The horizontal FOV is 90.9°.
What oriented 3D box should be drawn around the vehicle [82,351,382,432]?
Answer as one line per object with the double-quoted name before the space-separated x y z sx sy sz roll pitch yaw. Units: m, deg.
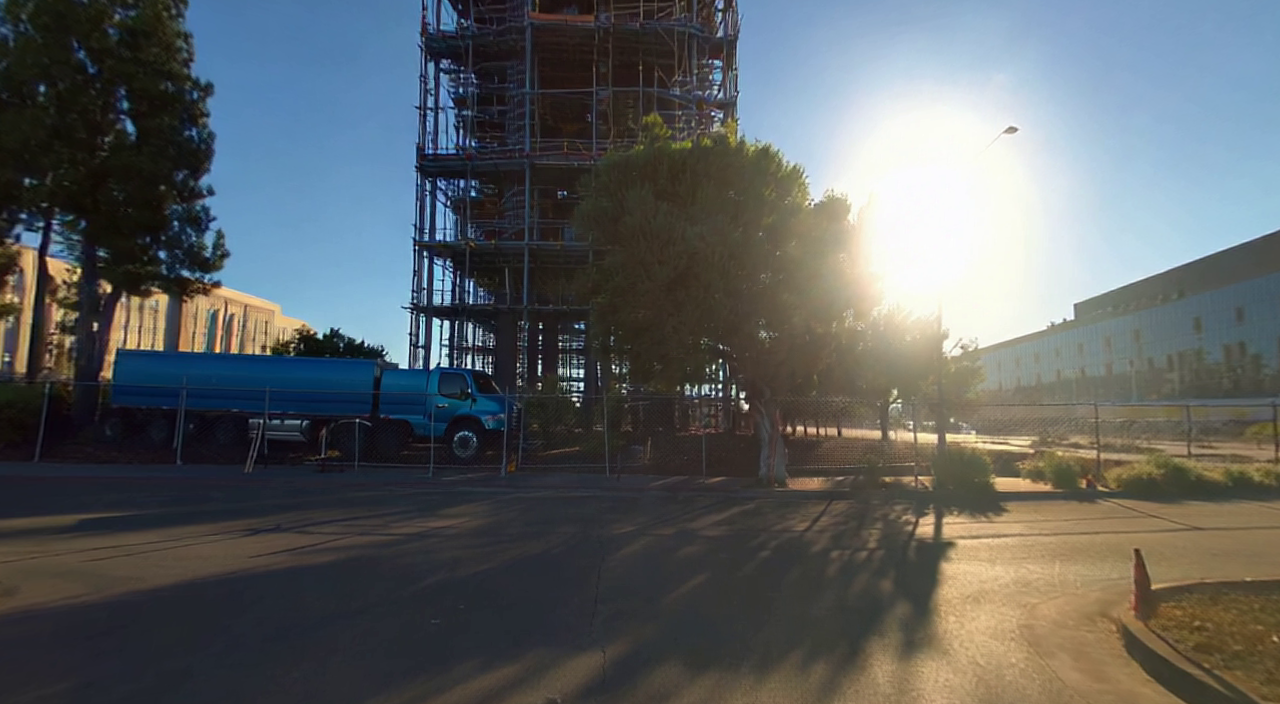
"vehicle" -22.778 2.452 36.414 14.067 4.099 2.832 3 -7 -15
